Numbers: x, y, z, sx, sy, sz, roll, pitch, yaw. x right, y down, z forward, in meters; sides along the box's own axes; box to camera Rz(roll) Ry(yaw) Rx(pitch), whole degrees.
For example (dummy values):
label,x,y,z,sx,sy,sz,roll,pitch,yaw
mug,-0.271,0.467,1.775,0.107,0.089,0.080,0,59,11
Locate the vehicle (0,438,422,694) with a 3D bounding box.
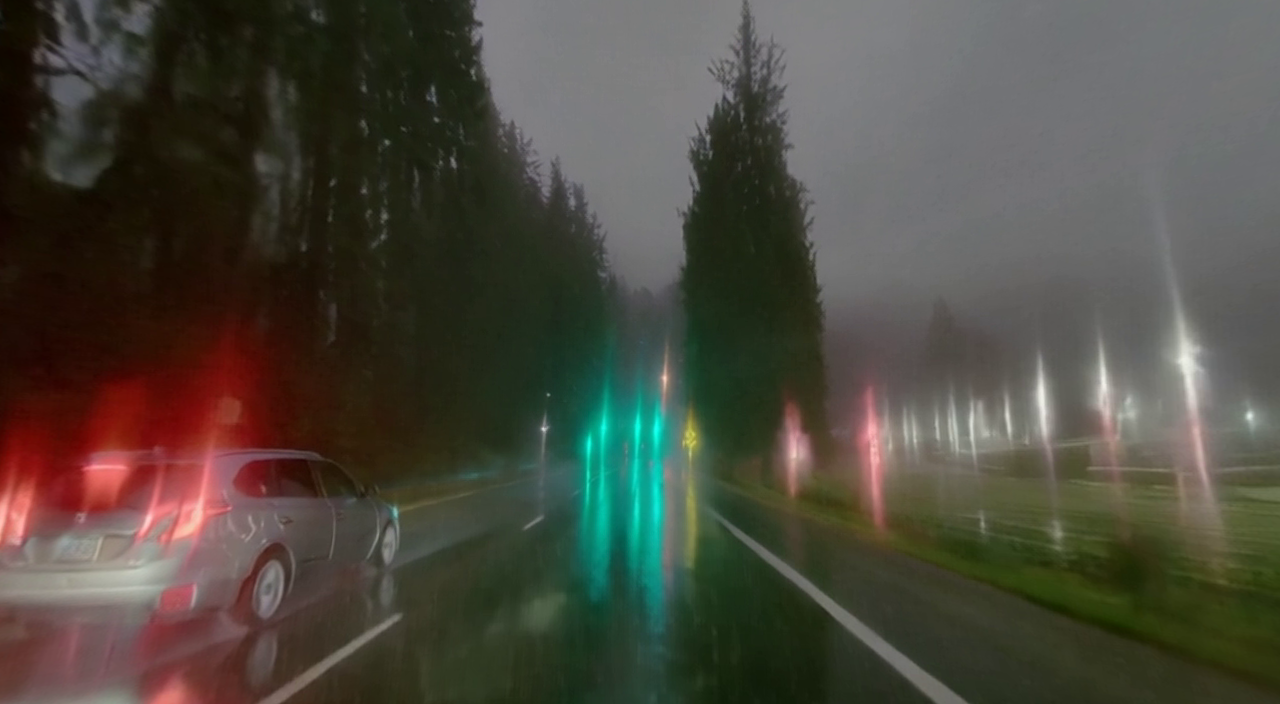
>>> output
label,x,y,z,sx,sy,sz,roll,pitch,yaw
vehicle,-3.716,1.544,5.754,1.946,1.437,4.154,0,-9,0
